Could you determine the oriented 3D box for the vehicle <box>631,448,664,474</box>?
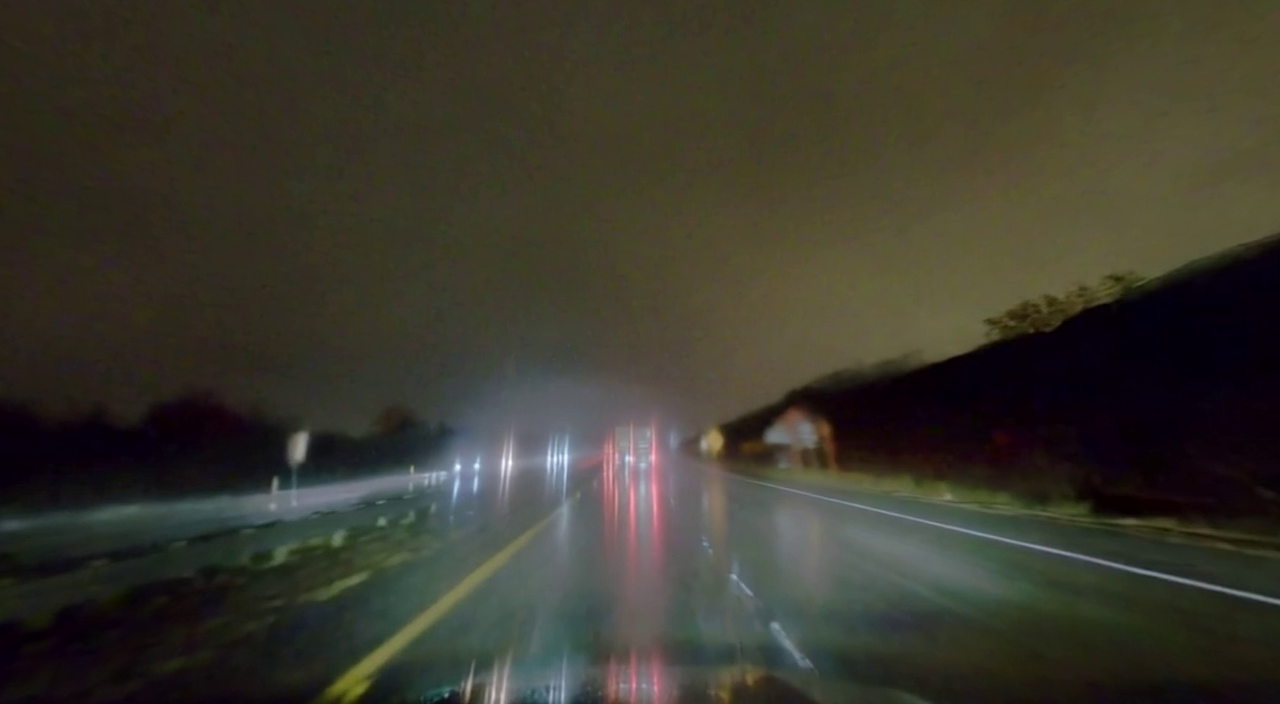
[{"bbox_3d":[0.459,7.483,43.369,2.160,1.691,4.243,0,-9,-1],"label":"vehicle"}]
